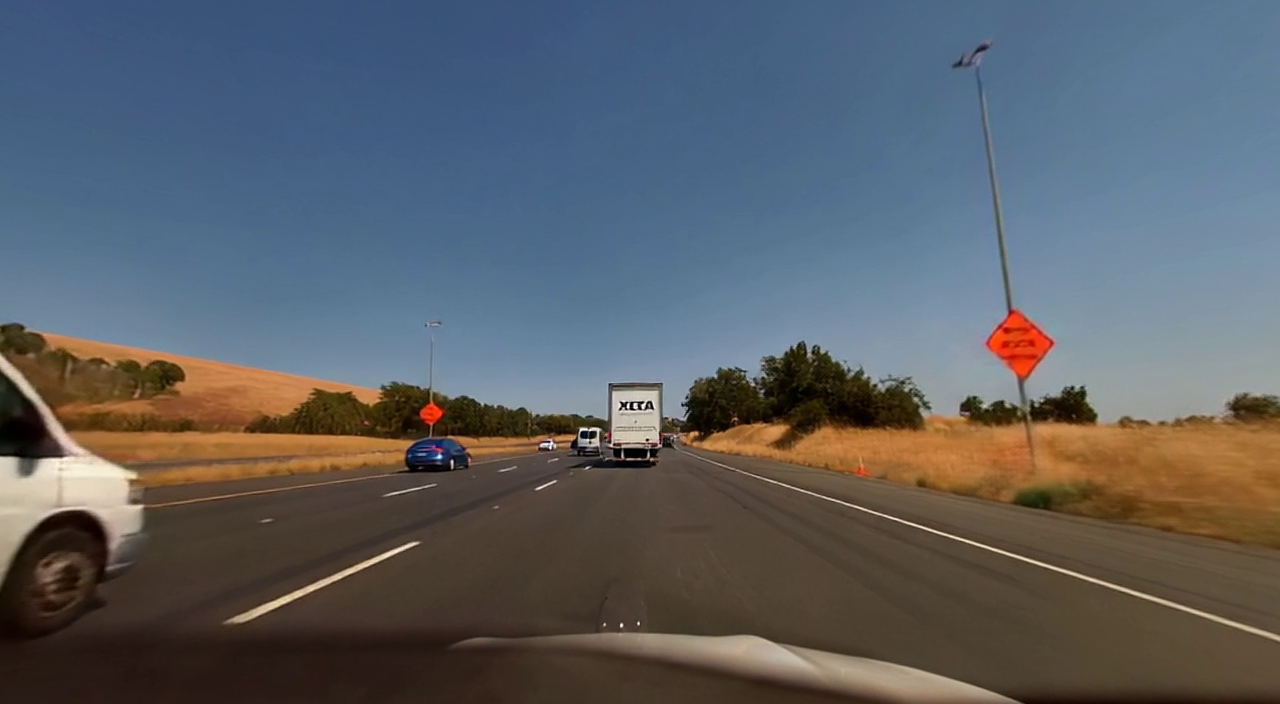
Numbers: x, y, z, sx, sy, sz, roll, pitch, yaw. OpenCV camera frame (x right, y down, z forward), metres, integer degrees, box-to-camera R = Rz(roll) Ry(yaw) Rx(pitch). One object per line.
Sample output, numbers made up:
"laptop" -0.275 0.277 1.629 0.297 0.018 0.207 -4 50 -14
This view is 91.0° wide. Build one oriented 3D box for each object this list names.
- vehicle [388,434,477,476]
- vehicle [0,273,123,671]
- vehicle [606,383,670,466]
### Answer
"vehicle" -8.255 4.149 25.517 1.915 1.506 4.594 0 -8 1
"vehicle" -4.720 0.285 1.017 2.584 2.082 5.968 0 -8 1
"vehicle" -0.171 4.547 36.920 3.183 4.011 9.617 -1 -11 -1
